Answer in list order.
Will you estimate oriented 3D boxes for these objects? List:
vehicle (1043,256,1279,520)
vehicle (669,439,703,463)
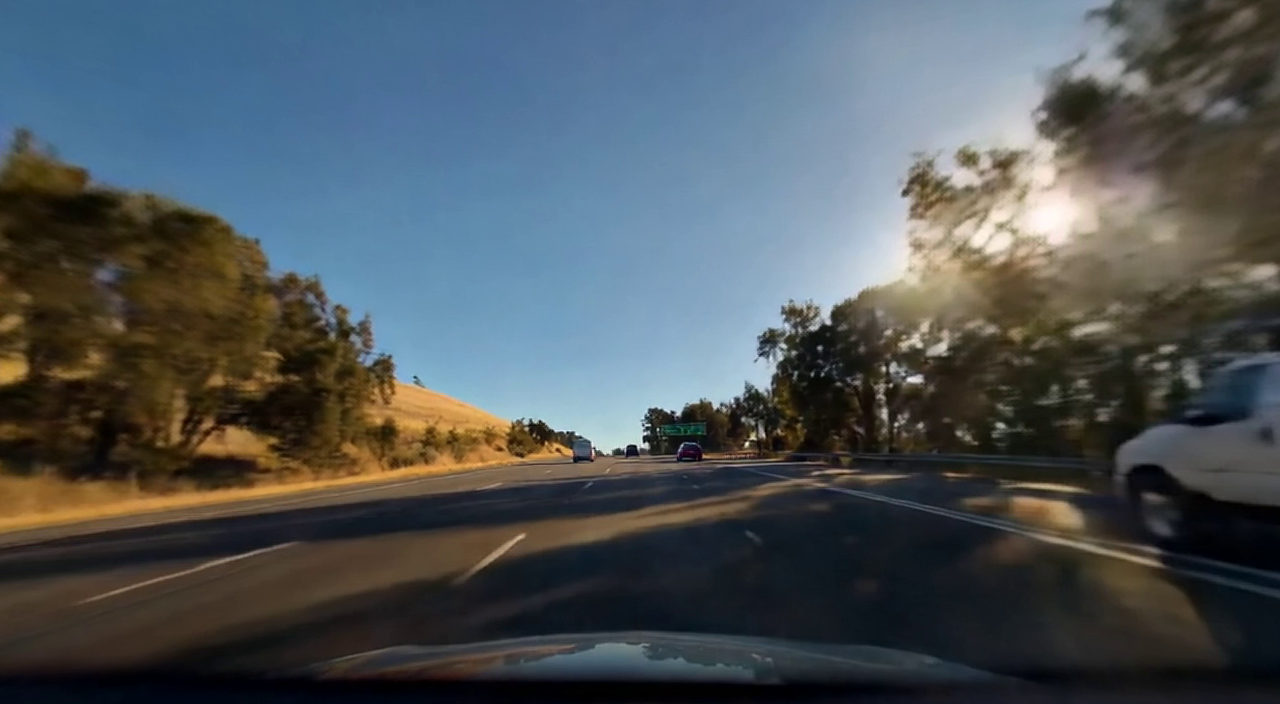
[{"bbox_3d":[11.689,0.719,11.069,3.043,4.138,9.135,0,-8,0],"label":"vehicle"},{"bbox_3d":[3.362,7.334,46.779,1.995,1.712,4.206,0,-8,-2],"label":"vehicle"}]
